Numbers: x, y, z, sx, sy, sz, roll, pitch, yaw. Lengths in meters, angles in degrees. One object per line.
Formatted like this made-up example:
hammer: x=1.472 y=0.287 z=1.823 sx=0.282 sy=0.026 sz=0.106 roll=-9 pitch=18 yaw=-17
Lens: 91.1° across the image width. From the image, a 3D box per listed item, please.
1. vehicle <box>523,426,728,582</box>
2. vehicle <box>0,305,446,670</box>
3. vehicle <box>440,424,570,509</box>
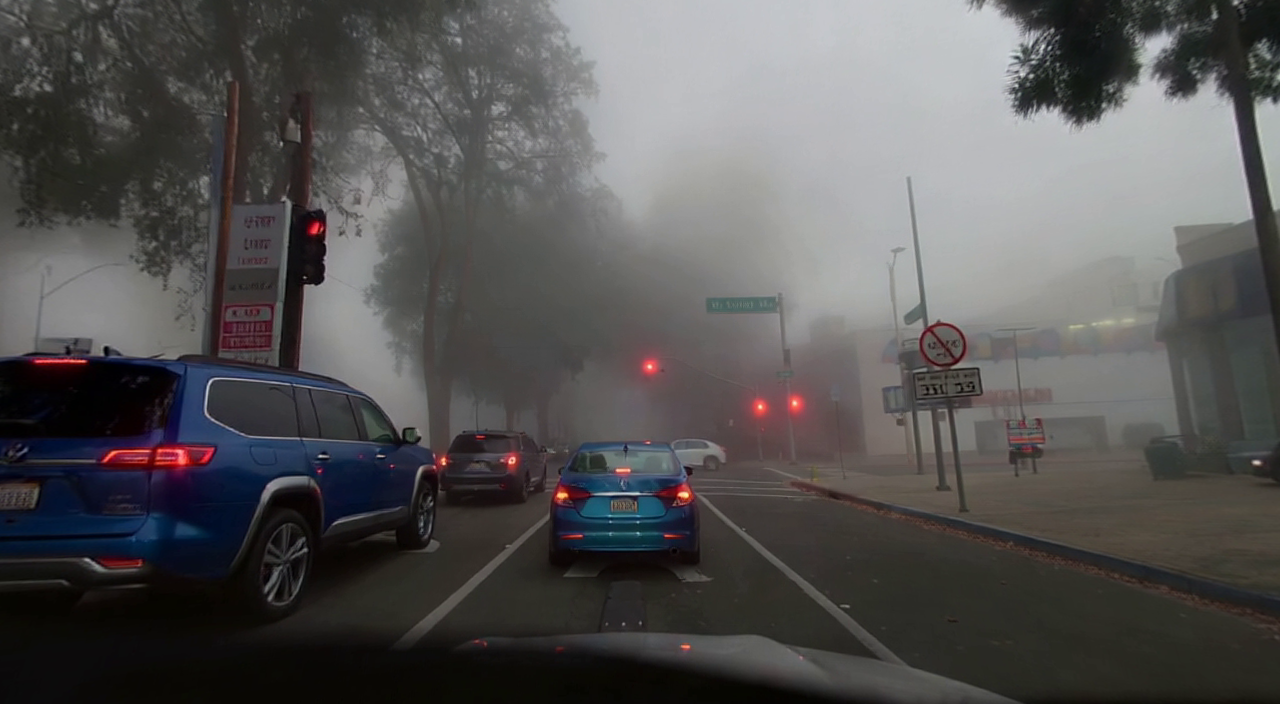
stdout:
vehicle: x=-0.169 y=1.778 z=8.182 sx=1.966 sy=1.481 sz=4.146 roll=0 pitch=-8 yaw=-1
vehicle: x=-3.815 y=1.131 z=6.221 sx=2.152 sy=2.118 sz=5.066 roll=0 pitch=-8 yaw=0
vehicle: x=-2.928 y=2.591 z=14.606 sx=2.047 sy=1.664 sz=4.148 roll=0 pitch=-8 yaw=1
